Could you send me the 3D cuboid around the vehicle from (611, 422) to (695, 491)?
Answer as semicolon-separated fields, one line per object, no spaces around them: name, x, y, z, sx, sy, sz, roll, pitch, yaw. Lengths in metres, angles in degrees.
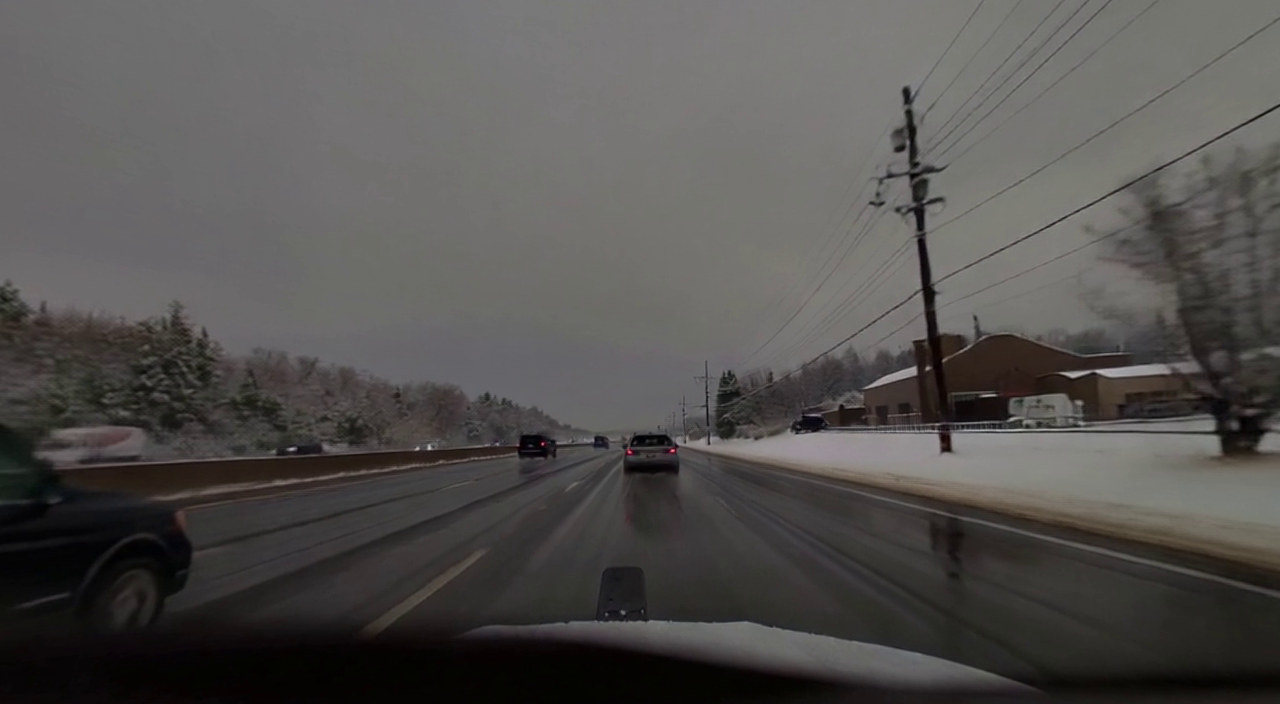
vehicle;0.325;2.932;18.010;2.134;1.733;4.049;0;-8;0

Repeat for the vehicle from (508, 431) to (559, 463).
vehicle;-6.485;5.900;39.096;2.220;1.841;4.516;0;-8;2

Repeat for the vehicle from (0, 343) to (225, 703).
vehicle;-3.920;0.740;2.055;2.125;1.764;4.393;0;-8;0

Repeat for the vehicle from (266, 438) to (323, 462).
vehicle;-21.622;6.120;39.608;1.554;1.423;3.470;0;-8;0
